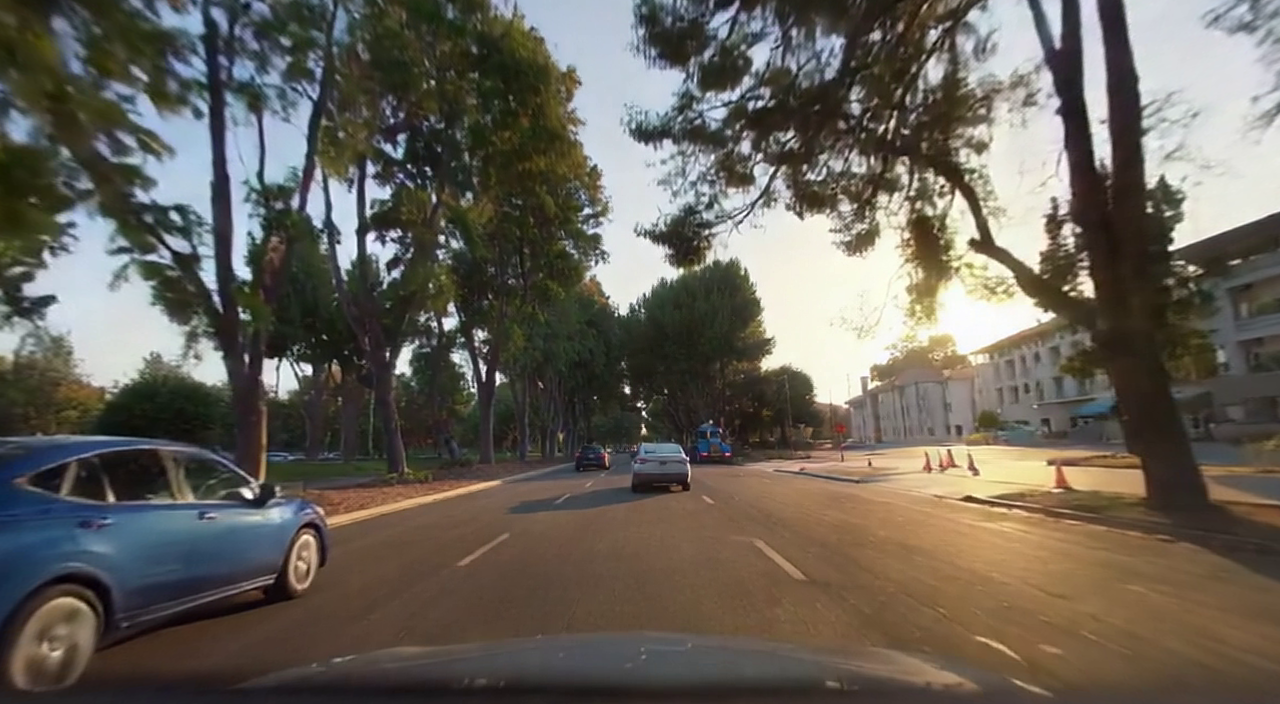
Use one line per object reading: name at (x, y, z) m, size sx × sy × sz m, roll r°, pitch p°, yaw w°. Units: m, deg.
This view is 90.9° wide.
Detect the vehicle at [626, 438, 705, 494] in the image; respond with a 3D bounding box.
vehicle at (0.657, 3.312, 18.656) m, size 2.086 × 1.466 × 4.026 m, roll 0°, pitch -8°, yaw -1°

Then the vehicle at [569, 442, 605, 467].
vehicle at (-3.594, 7.052, 43.554) m, size 2.062 × 1.641 × 4.193 m, roll 0°, pitch -9°, yaw 1°

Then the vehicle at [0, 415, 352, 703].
vehicle at (-4.048, 1.248, 4.138) m, size 2.003 × 1.507 × 4.808 m, roll -1°, pitch -9°, yaw 1°
